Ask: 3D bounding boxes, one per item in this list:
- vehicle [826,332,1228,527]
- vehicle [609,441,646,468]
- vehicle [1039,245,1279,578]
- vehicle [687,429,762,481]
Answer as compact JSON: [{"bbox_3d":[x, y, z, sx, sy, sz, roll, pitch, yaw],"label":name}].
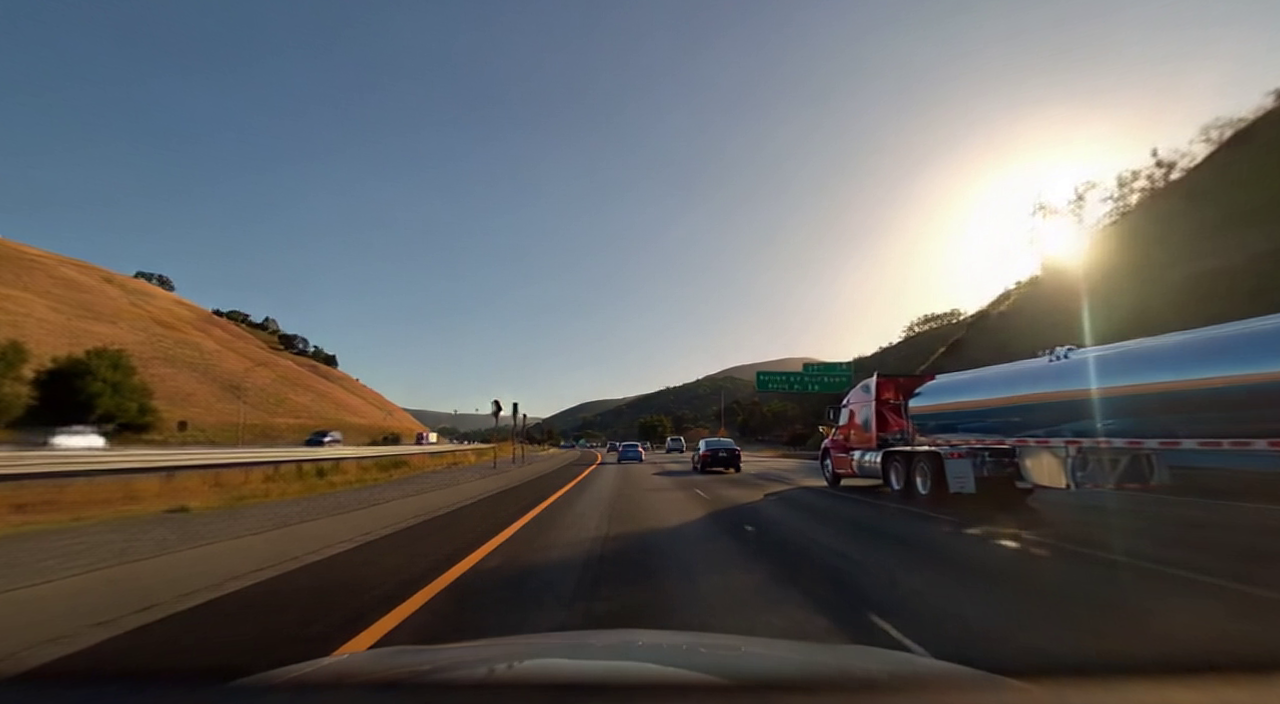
[{"bbox_3d":[7.316,1.874,14.503,2.880,2.975,9.608,0,-9,-2],"label":"vehicle"},{"bbox_3d":[-0.767,5.978,37.114,2.083,1.477,3.965,0,-9,-2],"label":"vehicle"},{"bbox_3d":[7.631,0.369,4.742,2.805,3.212,9.978,0,-9,1],"label":"vehicle"},{"bbox_3d":[3.139,3.973,24.533,2.098,1.794,4.561,0,-9,-2],"label":"vehicle"}]
